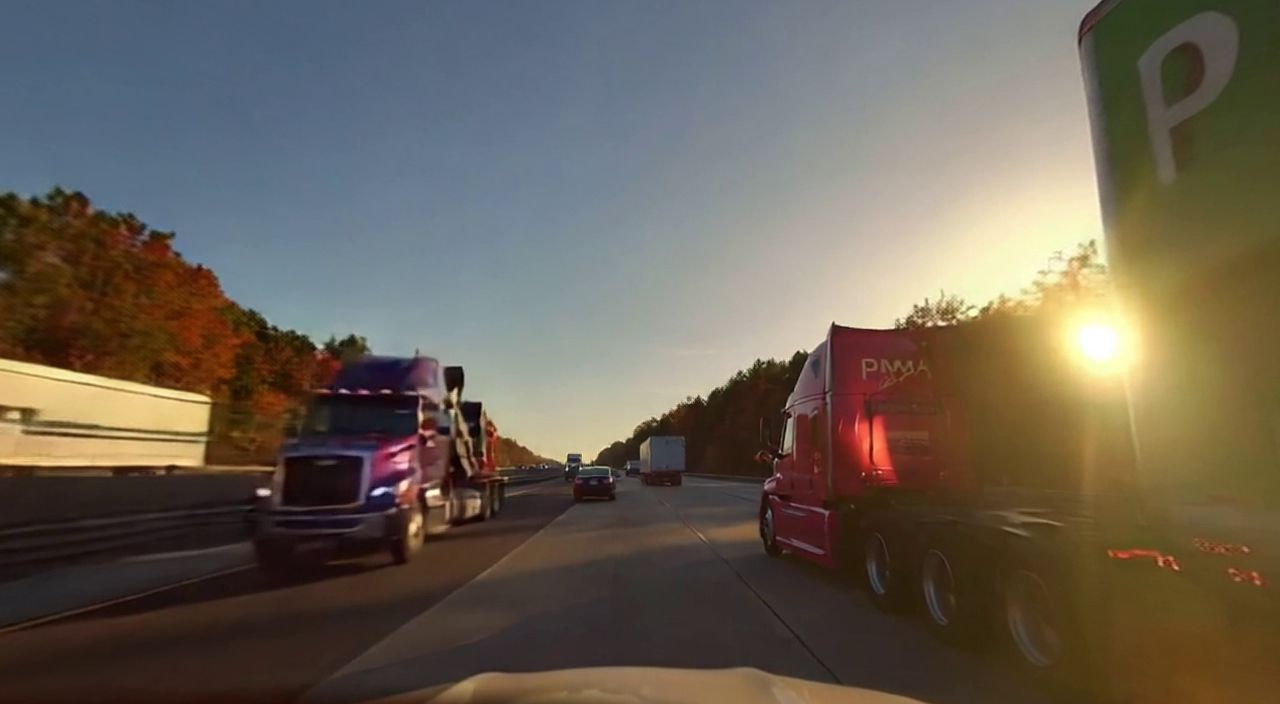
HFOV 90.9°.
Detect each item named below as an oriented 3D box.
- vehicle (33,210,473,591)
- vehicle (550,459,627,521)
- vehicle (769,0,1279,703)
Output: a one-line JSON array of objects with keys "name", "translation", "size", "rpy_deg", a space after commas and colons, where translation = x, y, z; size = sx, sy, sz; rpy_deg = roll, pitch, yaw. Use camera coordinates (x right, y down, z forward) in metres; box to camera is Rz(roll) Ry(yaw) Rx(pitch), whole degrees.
[{"name": "vehicle", "translation": [-4.838, 0.901, 9.556], "size": [3.099, 4.220, 5.196], "rpy_deg": [1, -10, -1]}, {"name": "vehicle", "translation": [-1.426, 4.130, 19.267], "size": [2.010, 1.580, 4.949], "rpy_deg": [1, -10, -1]}, {"name": "vehicle", "translation": [3.900, 0.212, 4.133], "size": [2.856, 4.040, 14.009], "rpy_deg": [1, -10, -1]}]
